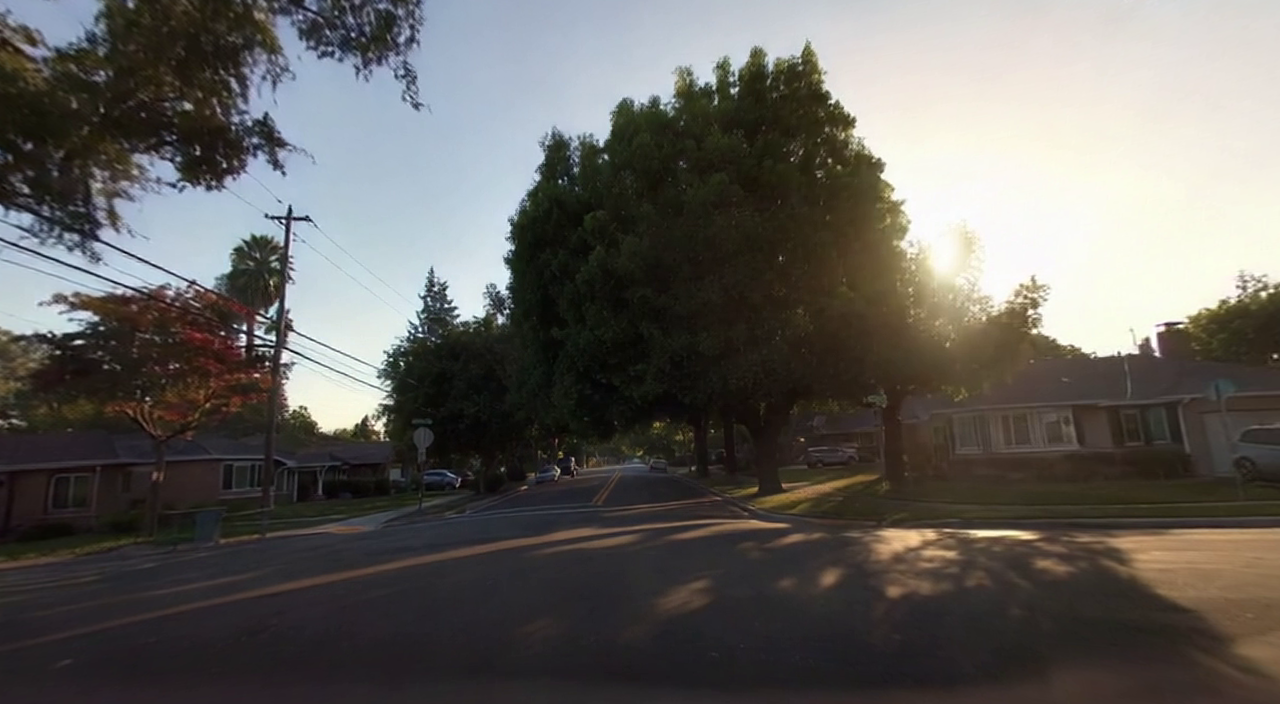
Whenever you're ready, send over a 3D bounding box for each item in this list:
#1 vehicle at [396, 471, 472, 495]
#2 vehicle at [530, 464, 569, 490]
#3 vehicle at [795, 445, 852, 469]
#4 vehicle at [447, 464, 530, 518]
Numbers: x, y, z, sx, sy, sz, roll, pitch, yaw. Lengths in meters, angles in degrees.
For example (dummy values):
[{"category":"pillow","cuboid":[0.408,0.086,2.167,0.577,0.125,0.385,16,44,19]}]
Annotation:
[{"category":"vehicle","cuboid":[-14.218,9.027,43.605,4.601,1.486,1.876,-2,-9,12]},{"category":"vehicle","cuboid":[-6.596,9.136,46.373,2.133,1.525,4.401,-4,-9,0]},{"category":"vehicle","cuboid":[12.429,7.157,42.915,3.563,1.551,1.916,-2,-9,13]},{"category":"vehicle","cuboid":[-6.211,5.720,26.491,2.149,1.823,4.613,-6,-10,1]}]
